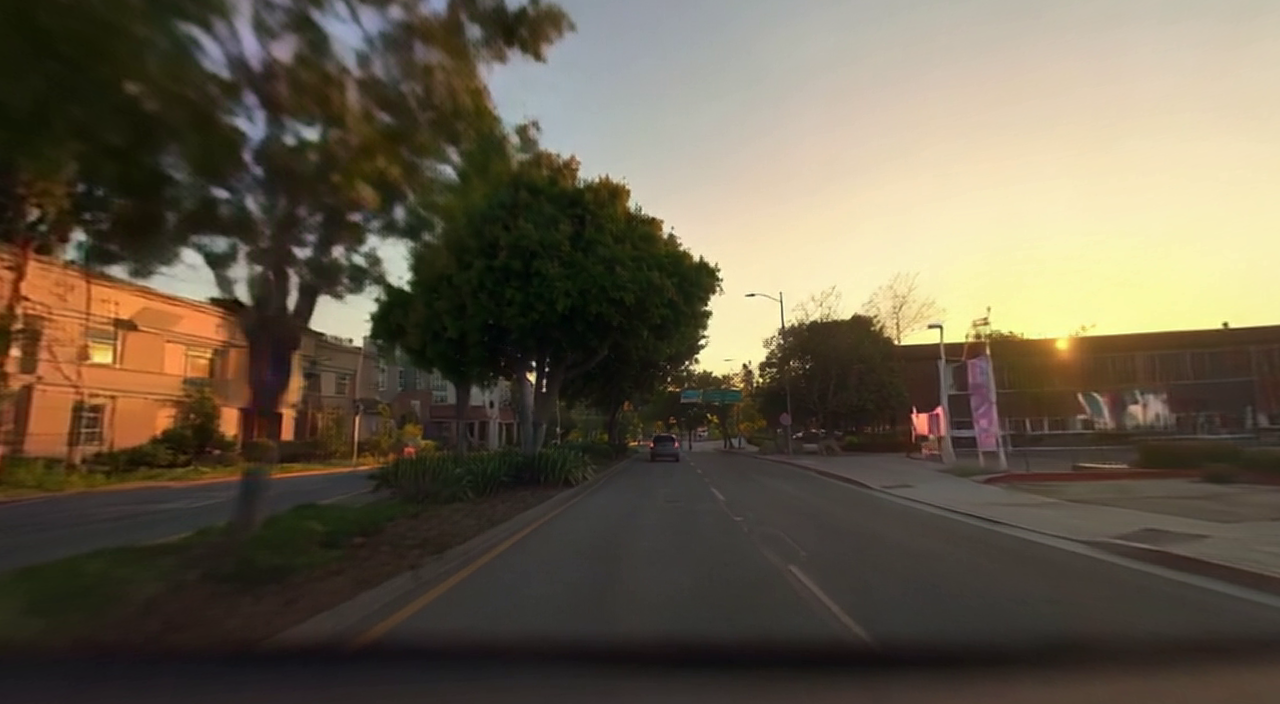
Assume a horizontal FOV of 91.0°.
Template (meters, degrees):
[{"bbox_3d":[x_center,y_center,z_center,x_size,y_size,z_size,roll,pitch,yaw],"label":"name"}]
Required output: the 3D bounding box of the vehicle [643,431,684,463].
[{"bbox_3d":[1.473,5.611,37.299,2.235,1.719,4.292,1,-8,4],"label":"vehicle"}]

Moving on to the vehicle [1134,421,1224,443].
[{"bbox_3d":[38.547,5.744,45.095,4.637,1.477,1.823,-1,-8,4],"label":"vehicle"}]
